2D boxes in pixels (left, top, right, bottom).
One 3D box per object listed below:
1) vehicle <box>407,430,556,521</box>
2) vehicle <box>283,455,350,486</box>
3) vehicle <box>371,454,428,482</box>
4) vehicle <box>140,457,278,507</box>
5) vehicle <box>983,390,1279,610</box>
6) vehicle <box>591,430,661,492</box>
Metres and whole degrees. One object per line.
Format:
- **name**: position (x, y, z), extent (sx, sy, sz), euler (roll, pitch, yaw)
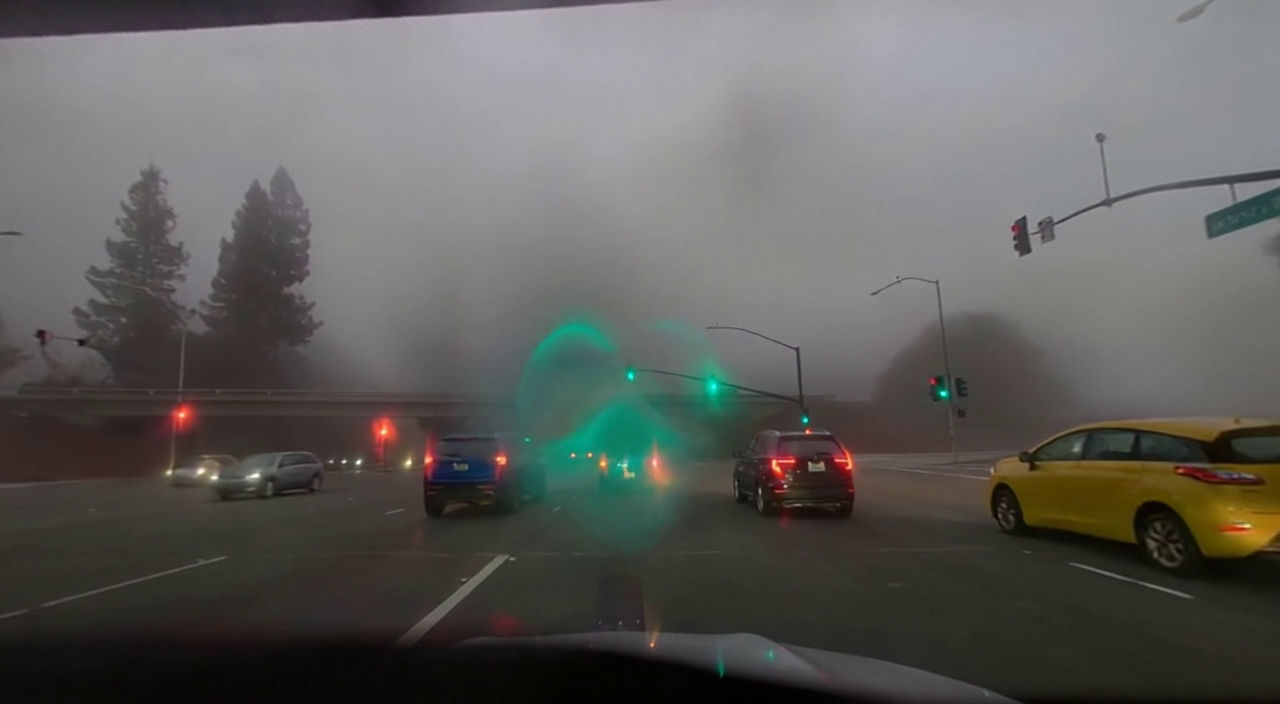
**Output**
- **vehicle**: position (-3.434, 2.782, 14.811), extent (2.060, 1.768, 4.681), euler (-1, -8, 3)
- **vehicle**: position (-23.441, 8.562, 46.031), extent (2.039, 1.965, 5.291), euler (0, -8, 0)
- **vehicle**: position (-16.297, 7.864, 43.045), extent (2.007, 1.730, 4.774), euler (0, -8, 0)
- **vehicle**: position (-15.620, 4.691, 23.280), extent (1.859, 1.542, 4.657), euler (0, -8, -1)
- **vehicle**: position (6.239, 1.507, 7.287), extent (2.074, 1.785, 4.320), euler (0, -8, 0)
- **vehicle**: position (-0.506, 4.004, 23.577), extent (2.342, 2.026, 4.642), euler (0, -8, -1)
